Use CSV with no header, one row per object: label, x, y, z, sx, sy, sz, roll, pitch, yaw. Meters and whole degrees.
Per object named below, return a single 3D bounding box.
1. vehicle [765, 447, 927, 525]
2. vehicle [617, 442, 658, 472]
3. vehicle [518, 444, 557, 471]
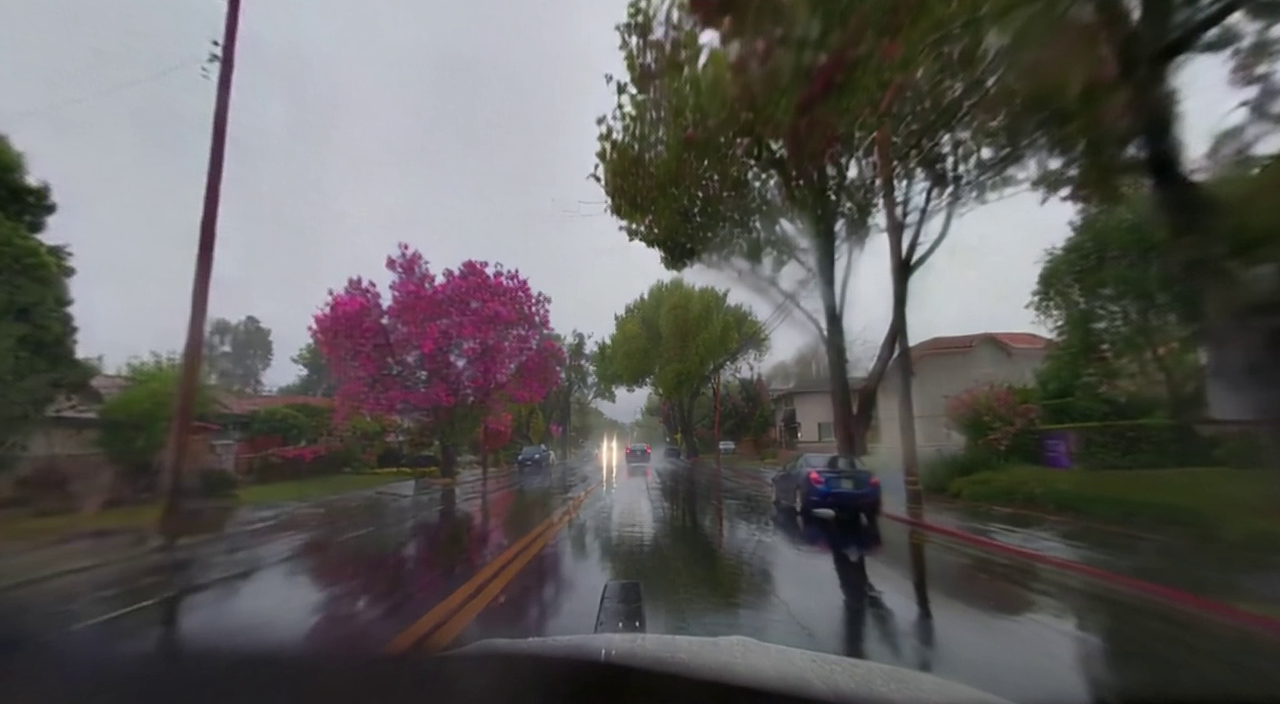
vehicle,4.473,2.962,14.698,1.977,1.481,5.155,0,-8,-1
vehicle,-0.149,5.609,33.725,2.104,1.500,3.815,0,-8,-1
vehicle,-7.561,7.837,46.686,2.022,1.795,4.337,-3,-10,1
